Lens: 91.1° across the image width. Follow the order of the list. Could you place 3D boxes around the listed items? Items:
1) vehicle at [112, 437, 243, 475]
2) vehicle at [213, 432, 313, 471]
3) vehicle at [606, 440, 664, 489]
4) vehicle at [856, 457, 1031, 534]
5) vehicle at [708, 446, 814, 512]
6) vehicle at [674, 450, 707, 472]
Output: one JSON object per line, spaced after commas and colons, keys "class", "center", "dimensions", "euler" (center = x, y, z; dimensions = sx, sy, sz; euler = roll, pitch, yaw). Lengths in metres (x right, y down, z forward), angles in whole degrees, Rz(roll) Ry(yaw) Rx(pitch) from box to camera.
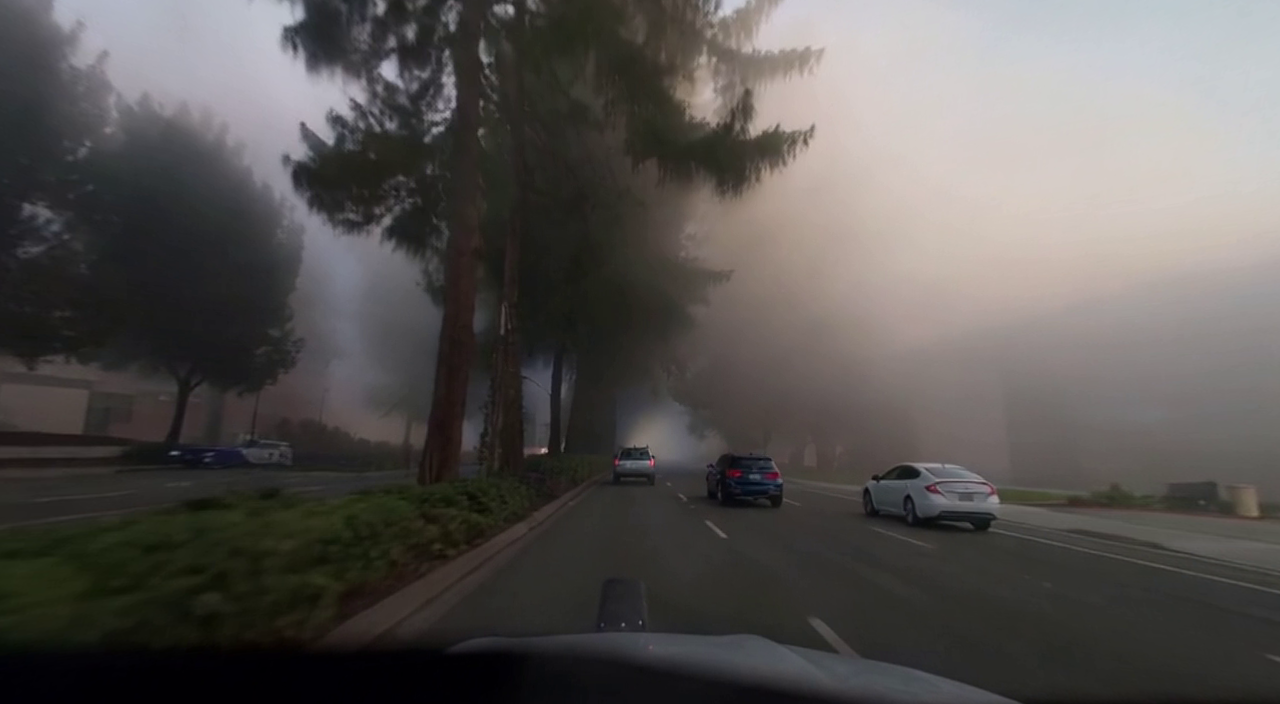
{"class": "vehicle", "center": [-19.009, 4.302, 26.110], "dimensions": [1.905, 1.428, 4.637], "euler": [0, -9, 0]}
{"class": "vehicle", "center": [-19.093, 5.074, 32.106], "dimensions": [2.043, 1.707, 4.798], "euler": [3, -9, 0]}
{"class": "vehicle", "center": [-0.154, 4.204, 23.811], "dimensions": [2.008, 1.674, 4.239], "euler": [0, -9, 0]}
{"class": "vehicle", "center": [6.800, 3.215, 14.694], "dimensions": [1.944, 1.458, 4.268], "euler": [0, -9, 0]}
{"class": "vehicle", "center": [3.033, 3.288, 16.732], "dimensions": [1.932, 1.510, 4.168], "euler": [0, -9, -1]}
{"class": "vehicle", "center": [3.566, 7.778, 45.064], "dimensions": [2.012, 1.462, 4.163], "euler": [0, -9, -1]}
